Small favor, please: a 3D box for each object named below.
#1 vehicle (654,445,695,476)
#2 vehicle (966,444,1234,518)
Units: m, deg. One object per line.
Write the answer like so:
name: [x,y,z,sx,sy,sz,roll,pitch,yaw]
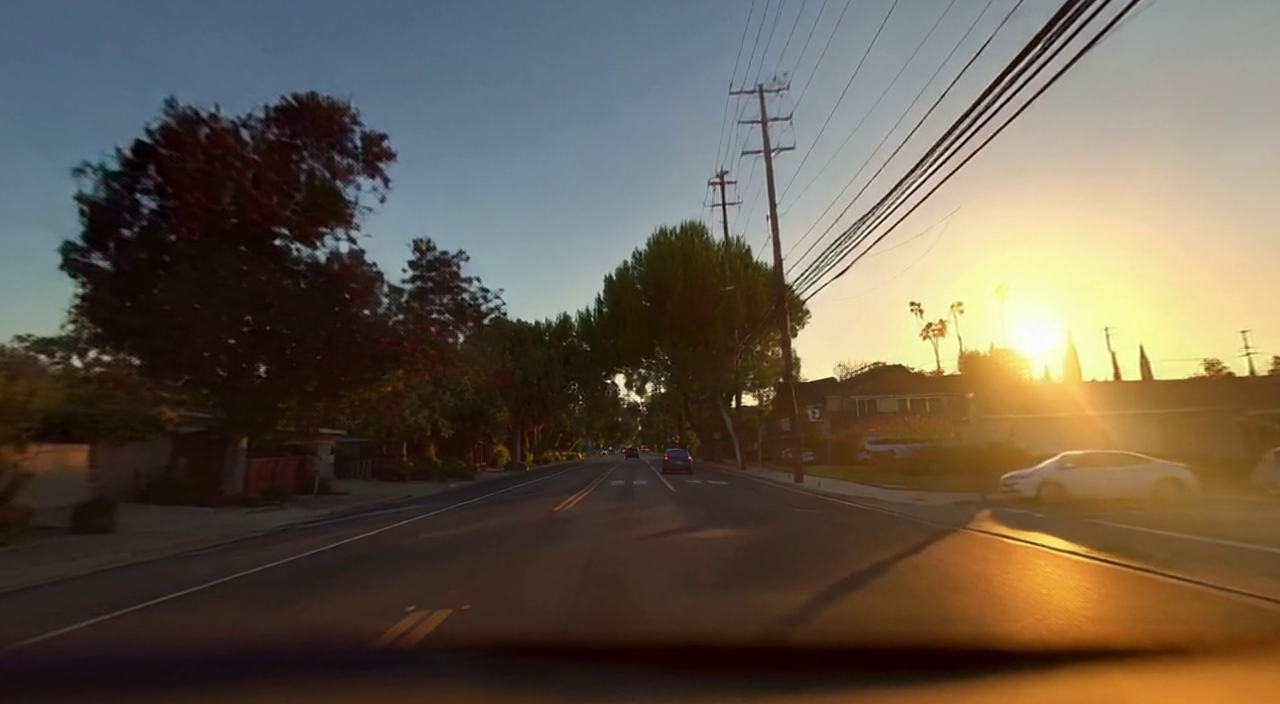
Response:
vehicle: [1.720,5.631,32.903,1.975,1.497,3.647,0,-9,1]
vehicle: [10.134,2.834,14.205,4.511,1.473,1.962,0,-8,-2]
